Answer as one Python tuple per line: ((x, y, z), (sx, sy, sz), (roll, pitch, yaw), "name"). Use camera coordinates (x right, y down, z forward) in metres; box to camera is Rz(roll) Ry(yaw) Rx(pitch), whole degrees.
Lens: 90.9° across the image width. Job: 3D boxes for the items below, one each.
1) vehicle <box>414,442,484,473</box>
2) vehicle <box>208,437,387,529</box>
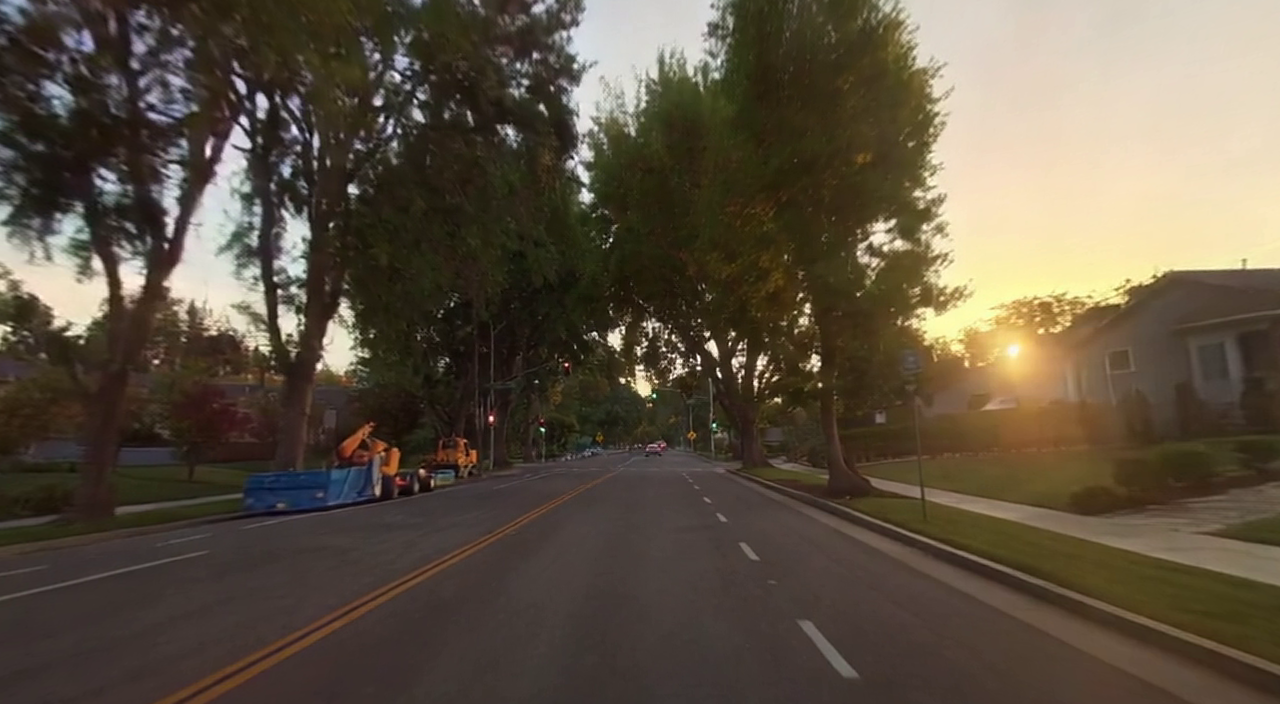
((-14.907, 8.232, 49.438), (4.593, 2.294, 2.461), (-1, -8, 5), "vehicle")
((-8.440, 3.171, 16.117), (1.998, 1.814, 4.559), (-4, -7, 1), "vehicle")
